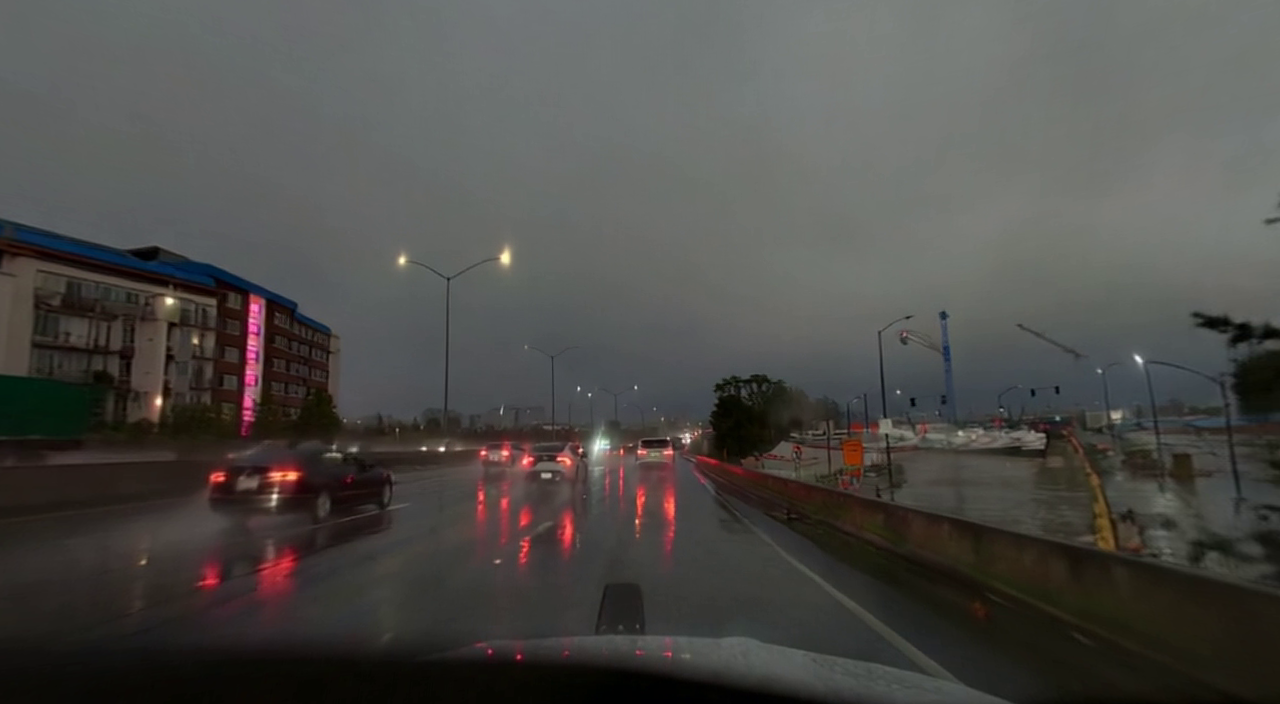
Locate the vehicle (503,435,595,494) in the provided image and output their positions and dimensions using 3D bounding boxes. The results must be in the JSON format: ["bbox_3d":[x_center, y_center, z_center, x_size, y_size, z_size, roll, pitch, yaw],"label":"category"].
[{"bbox_3d":[-2.787,3.563,20.384,2.109,1.657,4.554,0,-8,2],"label":"vehicle"}]

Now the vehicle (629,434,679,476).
[{"bbox_3d":[0.652,4.720,28.985,2.116,1.763,4.352,0,-8,2],"label":"vehicle"}]

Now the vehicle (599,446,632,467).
[{"bbox_3d":[-1.807,7.825,47.491,2.029,1.497,3.960,0,-9,4],"label":"vehicle"}]

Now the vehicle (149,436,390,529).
[{"bbox_3d":[-6.924,2.451,12.506,1.959,1.486,4.460,0,-8,2],"label":"vehicle"}]
